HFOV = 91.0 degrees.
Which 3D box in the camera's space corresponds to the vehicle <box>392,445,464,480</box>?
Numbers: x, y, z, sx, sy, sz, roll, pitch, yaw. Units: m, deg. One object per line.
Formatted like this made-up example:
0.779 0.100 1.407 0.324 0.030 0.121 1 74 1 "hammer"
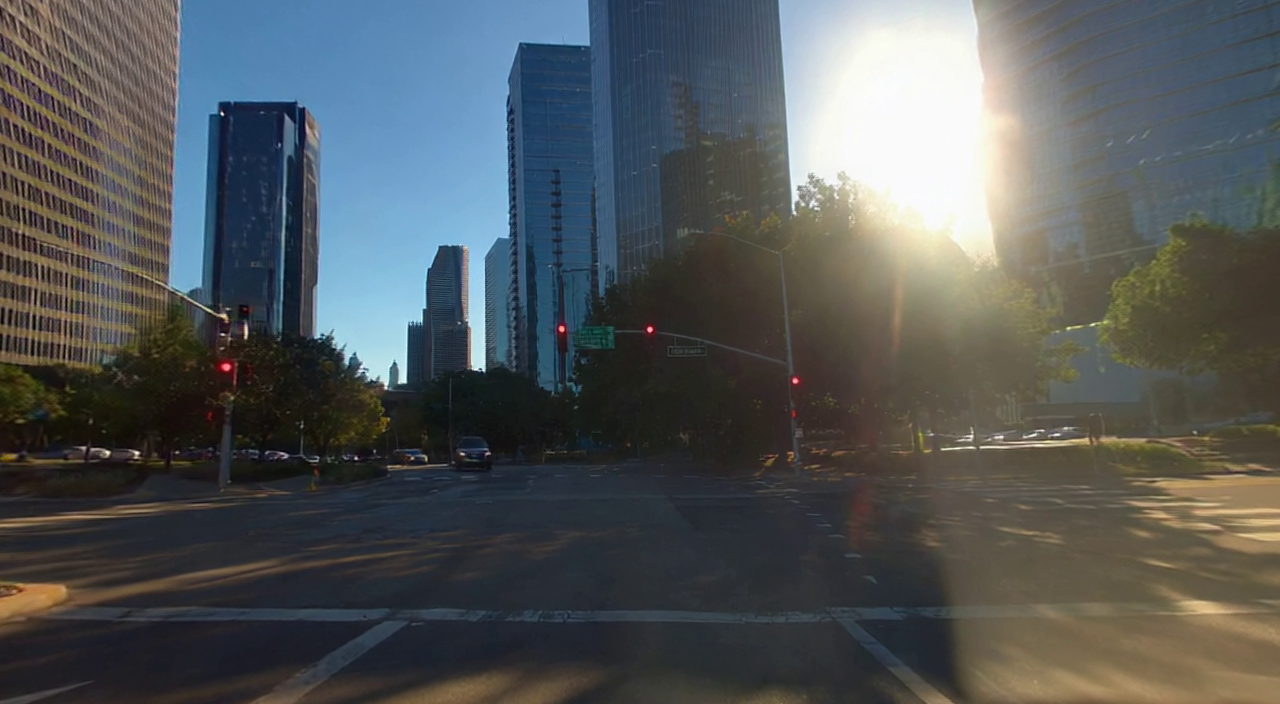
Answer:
-11.632 6.070 34.954 2.069 1.771 4.947 0 -9 3 "vehicle"
